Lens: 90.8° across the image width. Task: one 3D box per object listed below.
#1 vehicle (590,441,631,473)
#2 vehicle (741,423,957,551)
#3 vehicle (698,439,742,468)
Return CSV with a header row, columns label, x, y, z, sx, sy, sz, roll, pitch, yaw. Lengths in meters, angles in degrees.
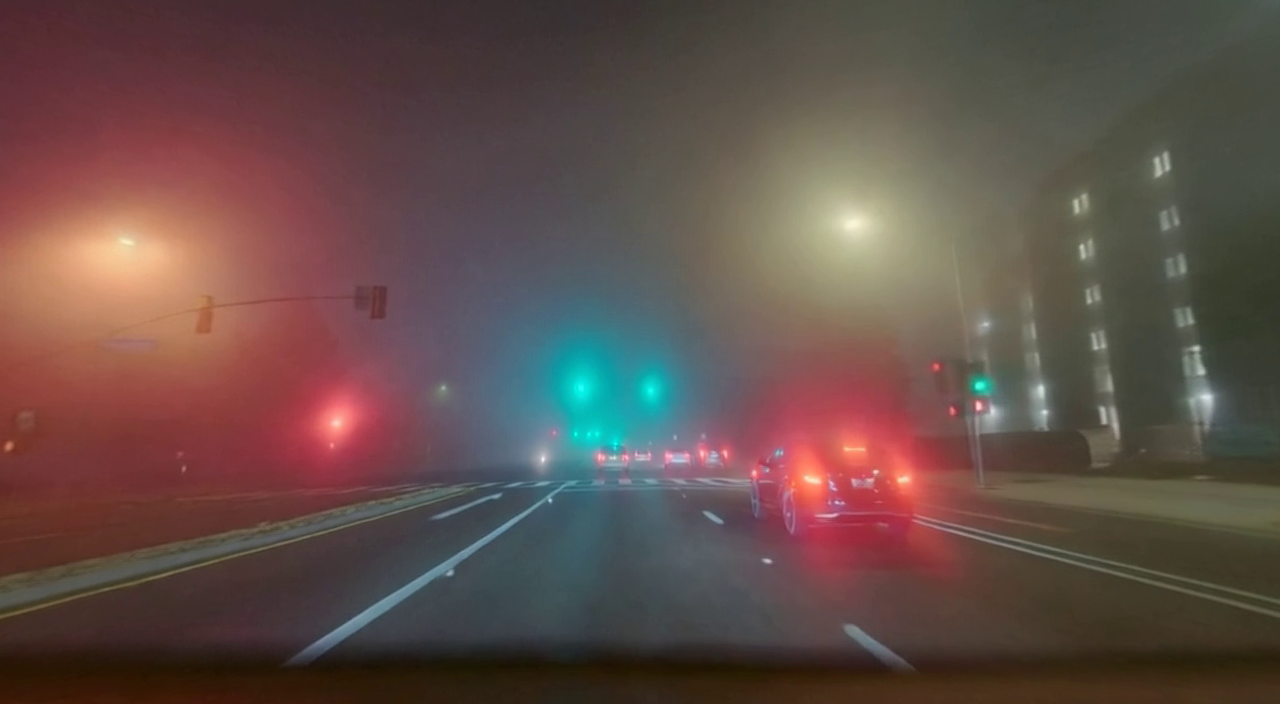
label,x,y,z,sx,sy,sz,roll,pitch,yaw
vehicle,-1.571,5.698,34.510,2.101,1.641,4.341,0,-9,-2
vehicle,3.142,2.131,10.729,1.893,1.664,4.670,0,-9,-2
vehicle,5.432,6.980,43.652,2.052,1.886,5.297,1,-9,-4
